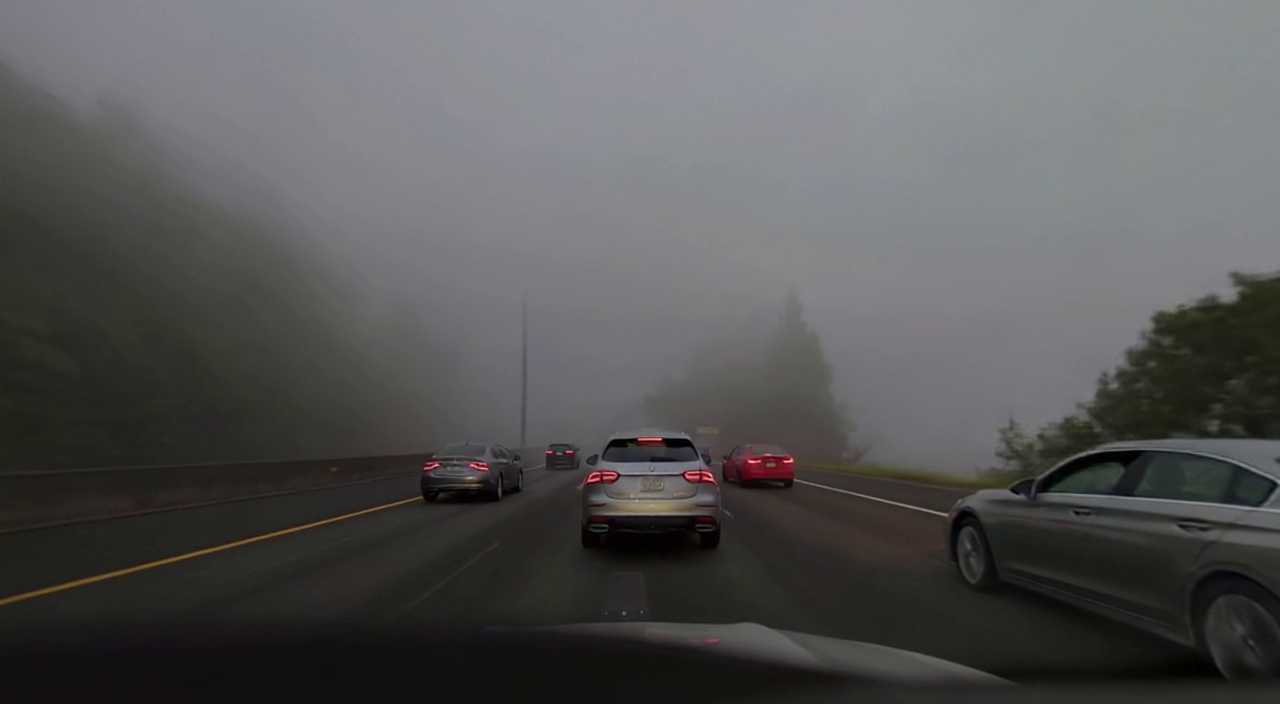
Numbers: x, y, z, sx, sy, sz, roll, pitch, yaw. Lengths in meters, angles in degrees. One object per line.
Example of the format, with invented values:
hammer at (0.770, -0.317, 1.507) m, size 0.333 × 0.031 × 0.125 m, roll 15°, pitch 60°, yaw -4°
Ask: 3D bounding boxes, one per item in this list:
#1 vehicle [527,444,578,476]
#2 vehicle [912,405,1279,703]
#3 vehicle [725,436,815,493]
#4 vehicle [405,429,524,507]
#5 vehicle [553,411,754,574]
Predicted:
vehicle at (-4.211, 5.285, 30.934) m, size 1.910 × 1.468 × 3.781 m, roll 0°, pitch -9°, yaw 1°
vehicle at (3.676, 1.136, 3.872) m, size 1.953 × 1.434 × 4.511 m, roll 0°, pitch -9°, yaw 0°
vehicle at (3.921, 3.468, 19.714) m, size 1.905 × 1.590 × 3.746 m, roll 0°, pitch -9°, yaw -2°
vehicle at (-4.235, 2.867, 15.923) m, size 1.890 × 1.708 × 3.844 m, roll 0°, pitch -9°, yaw 0°
vehicle at (0.119, 1.765, 8.563) m, size 2.093 × 1.695 × 3.782 m, roll 0°, pitch -9°, yaw -1°
